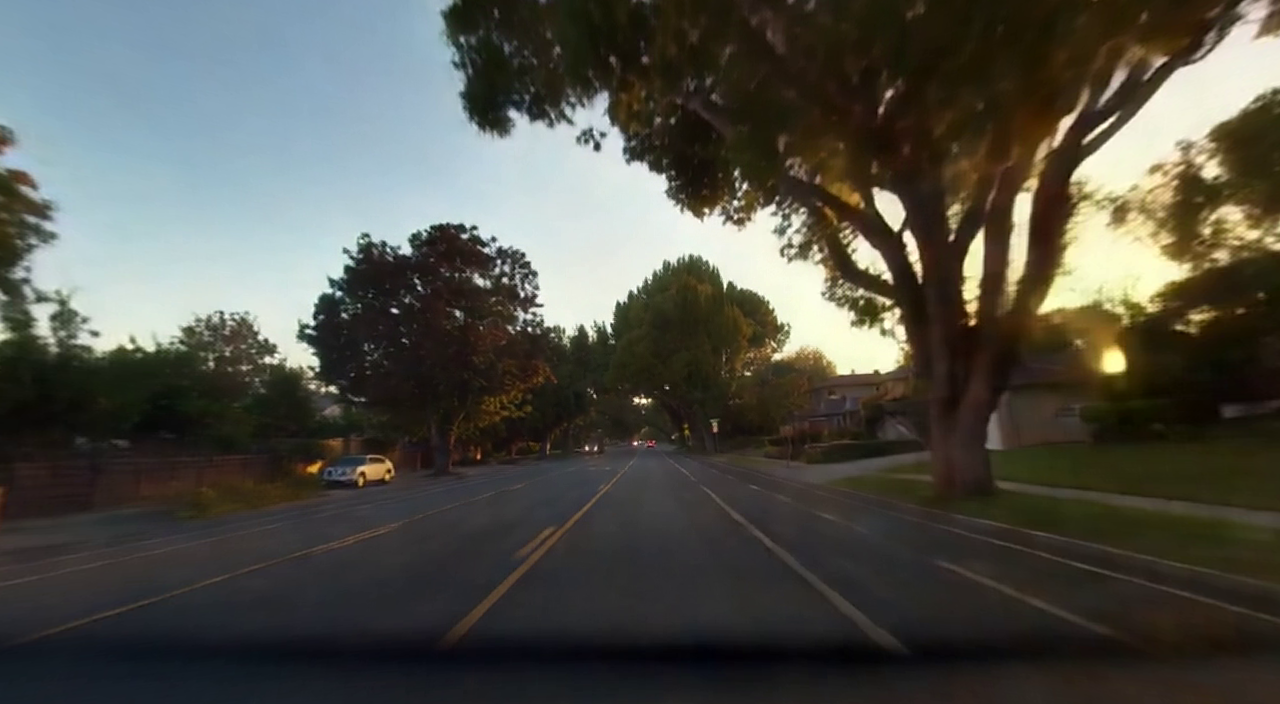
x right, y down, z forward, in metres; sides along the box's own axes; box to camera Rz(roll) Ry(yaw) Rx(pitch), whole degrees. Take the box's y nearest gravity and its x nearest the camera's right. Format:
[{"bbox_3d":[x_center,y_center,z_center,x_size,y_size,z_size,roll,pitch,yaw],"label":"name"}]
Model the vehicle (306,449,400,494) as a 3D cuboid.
[{"bbox_3d":[-12.407,5.158,27.638,1.921,1.611,4.713,-4,-8,1],"label":"vehicle"}]
